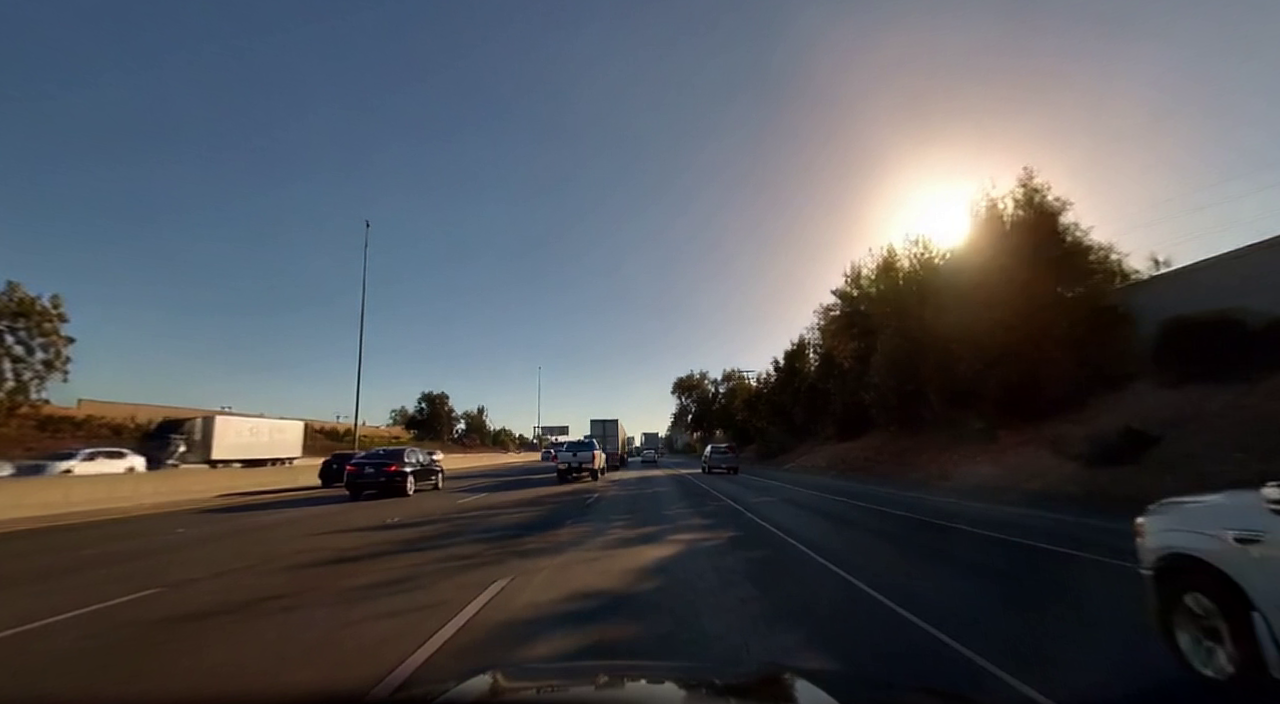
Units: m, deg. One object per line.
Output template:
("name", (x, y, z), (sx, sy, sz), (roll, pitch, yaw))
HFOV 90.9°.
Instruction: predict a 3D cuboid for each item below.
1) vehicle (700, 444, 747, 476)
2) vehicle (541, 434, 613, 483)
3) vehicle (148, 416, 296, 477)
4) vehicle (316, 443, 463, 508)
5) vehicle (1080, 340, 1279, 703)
("vehicle", (4.576, 5.973, 35.205), (2.026, 1.661, 3.865), (0, -8, -1))
("vehicle", (-2.754, 4.918, 29.587), (2.645, 2.023, 6.491), (0, -9, 1))
("vehicle", (-28.248, 6.524, 43.547), (2.942, 3.699, 10.305), (0, -9, 1))
("vehicle", (-6.553, 3.255, 17.102), (2.235, 1.506, 4.159), (0, -8, 1))
("vehicle", (3.363, 0.610, 1.141), (2.028, 1.658, 4.334), (-1, -9, 1))
